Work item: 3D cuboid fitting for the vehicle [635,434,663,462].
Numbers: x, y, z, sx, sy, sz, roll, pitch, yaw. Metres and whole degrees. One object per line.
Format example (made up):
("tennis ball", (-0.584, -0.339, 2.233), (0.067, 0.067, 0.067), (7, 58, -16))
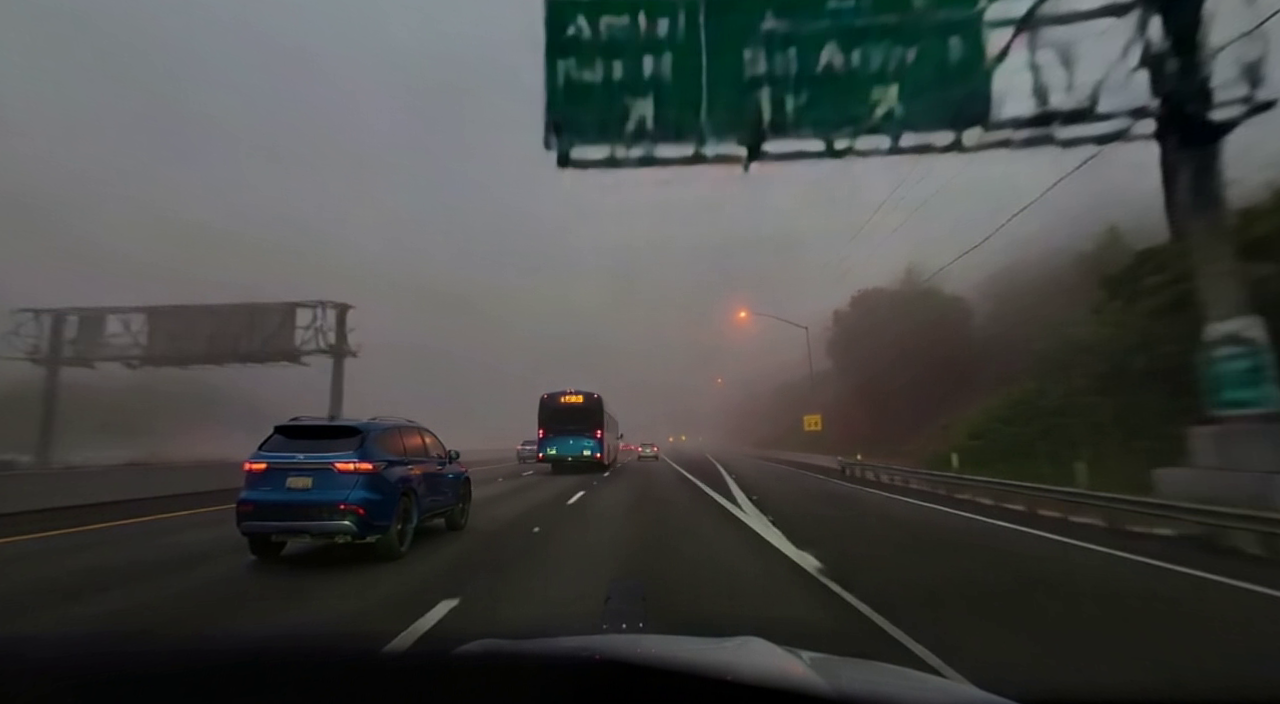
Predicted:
("vehicle", (0.671, 7.375, 48.467), (2.083, 2.001, 4.782), (0, -8, 0))

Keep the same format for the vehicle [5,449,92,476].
("vehicle", (-32.076, 5.961, 34.306), (1.451, 1.350, 3.282), (0, -8, 3))

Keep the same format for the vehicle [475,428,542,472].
("vehicle", (-6.978, 5.309, 34.336), (2.282, 2.116, 6.030), (0, -8, 1))

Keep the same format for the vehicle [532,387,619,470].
("vehicle", (-3.139, 4.407, 34.700), (3.382, 3.712, 11.766), (1, -9, 1))

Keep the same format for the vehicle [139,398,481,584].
("vehicle", (-3.645, 1.616, 8.093), (2.021, 1.730, 4.223), (0, -8, 1))
